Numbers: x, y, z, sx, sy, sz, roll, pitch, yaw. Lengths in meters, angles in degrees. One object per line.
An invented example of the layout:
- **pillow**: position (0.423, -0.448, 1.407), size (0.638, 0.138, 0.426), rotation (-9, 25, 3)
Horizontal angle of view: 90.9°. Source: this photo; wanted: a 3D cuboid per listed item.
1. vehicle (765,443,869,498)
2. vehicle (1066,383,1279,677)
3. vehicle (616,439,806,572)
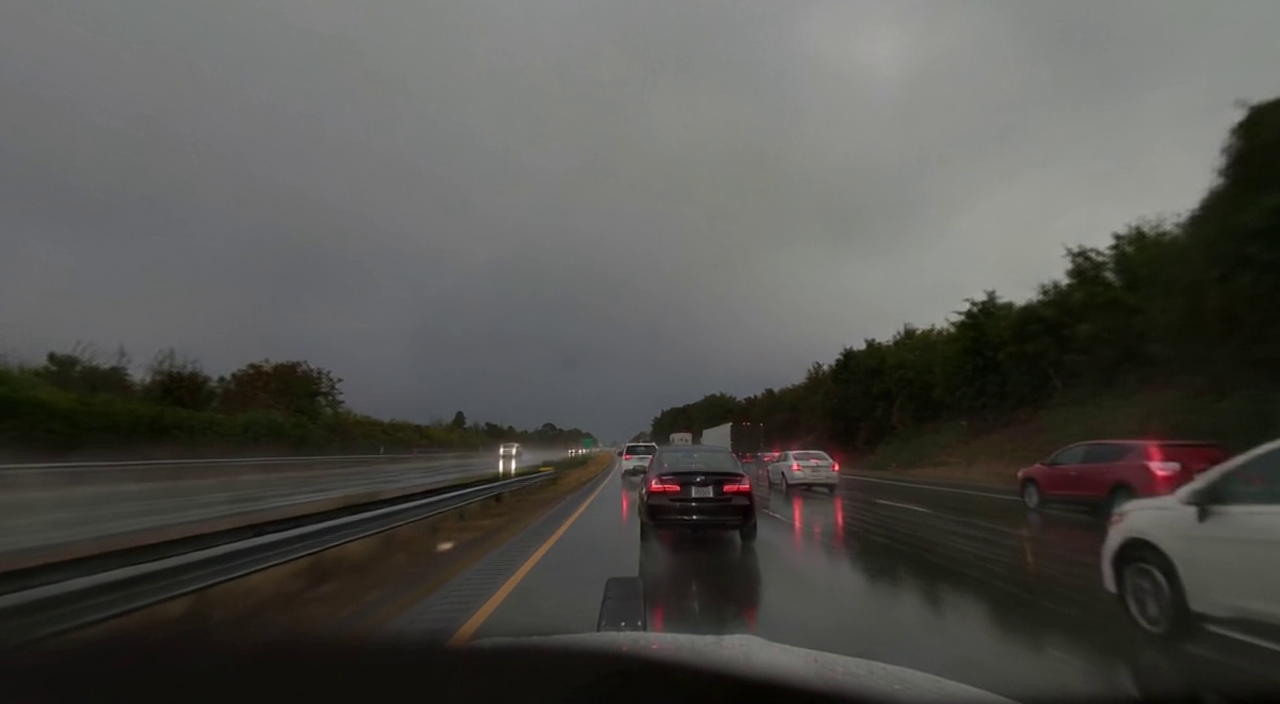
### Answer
- **vehicle**: position (5.284, 3.583, 19.421), size (1.908, 1.500, 4.157), rotation (0, -9, -1)
- **vehicle**: position (4.651, 0.916, 2.978), size (1.998, 1.657, 4.604), rotation (0, -9, 0)
- **vehicle**: position (0.740, 1.984, 8.847), size (2.094, 1.426, 3.725), rotation (0, -9, -1)
